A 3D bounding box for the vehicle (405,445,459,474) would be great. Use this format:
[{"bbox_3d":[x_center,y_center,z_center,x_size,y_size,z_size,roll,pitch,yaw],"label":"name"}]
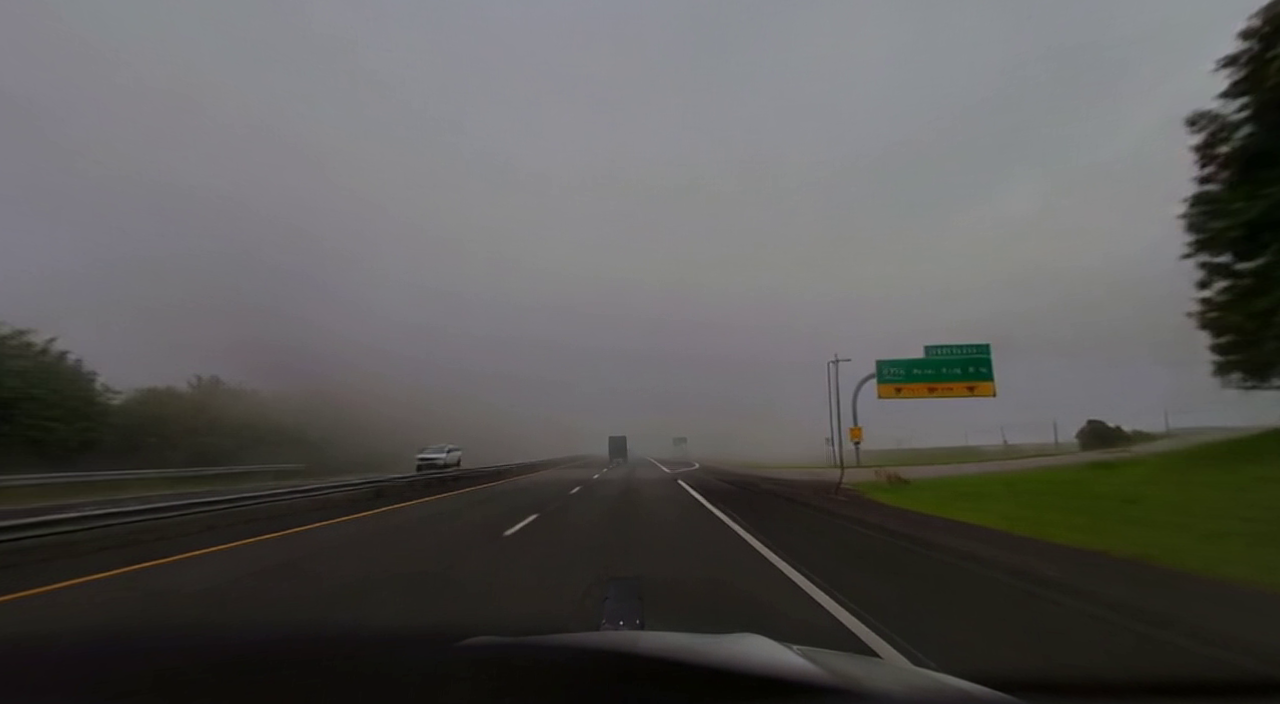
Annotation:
[{"bbox_3d":[-12.121,6.295,37.032,1.975,1.575,3.441,0,-9,0],"label":"vehicle"}]
